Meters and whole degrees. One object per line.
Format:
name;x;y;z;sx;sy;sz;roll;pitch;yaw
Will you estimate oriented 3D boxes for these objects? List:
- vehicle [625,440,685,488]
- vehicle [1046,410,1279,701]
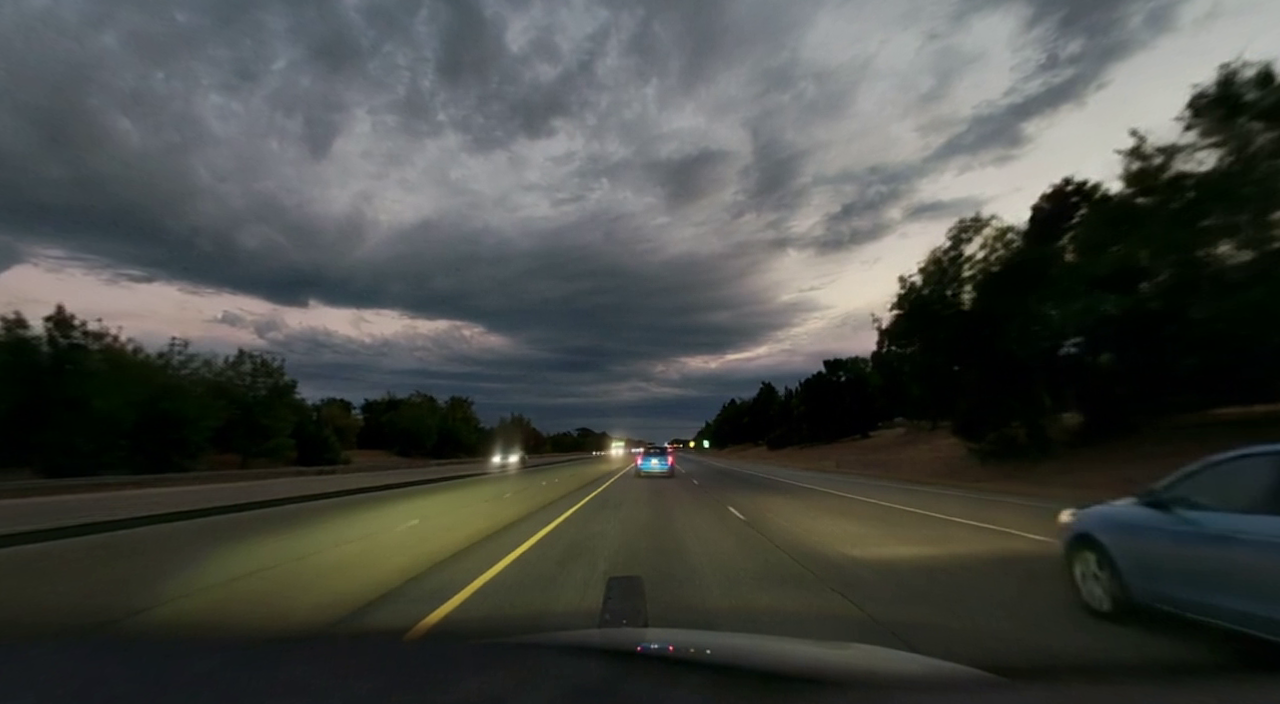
vehicle;0.576;4.405;25.063;2.190;1.706;4.062;0;-9;1
vehicle;4.242;0.989;2.858;1.864;1.489;4.379;0;-9;0
